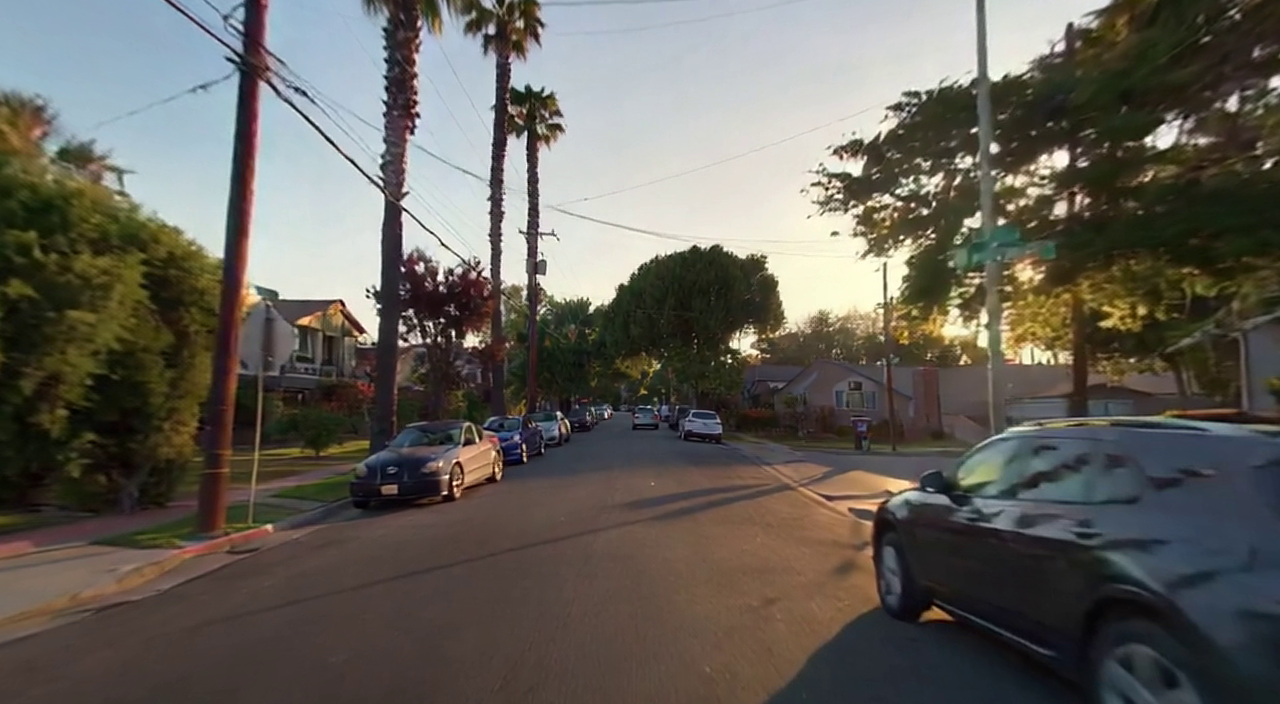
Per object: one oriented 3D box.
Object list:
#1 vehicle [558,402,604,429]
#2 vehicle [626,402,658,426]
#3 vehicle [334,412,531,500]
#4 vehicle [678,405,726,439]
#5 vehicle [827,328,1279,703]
[{"bbox_3d":[-3.707,4.144,40.790,2.130,1.543,5.386,0,-8,4],"label":"vehicle"},{"bbox_3d":[0.150,4.411,44.303,2.081,1.483,4.599,0,-8,0],"label":"vehicle"},{"bbox_3d":[-4.072,2.190,13.751,2.157,1.487,5.718,0,-8,2],"label":"vehicle"},{"bbox_3d":[3.138,3.704,32.933,2.060,1.614,4.652,0,-8,0],"label":"vehicle"},{"bbox_3d":[2.775,1.101,3.921,1.895,1.680,4.842,0,-8,2],"label":"vehicle"}]
